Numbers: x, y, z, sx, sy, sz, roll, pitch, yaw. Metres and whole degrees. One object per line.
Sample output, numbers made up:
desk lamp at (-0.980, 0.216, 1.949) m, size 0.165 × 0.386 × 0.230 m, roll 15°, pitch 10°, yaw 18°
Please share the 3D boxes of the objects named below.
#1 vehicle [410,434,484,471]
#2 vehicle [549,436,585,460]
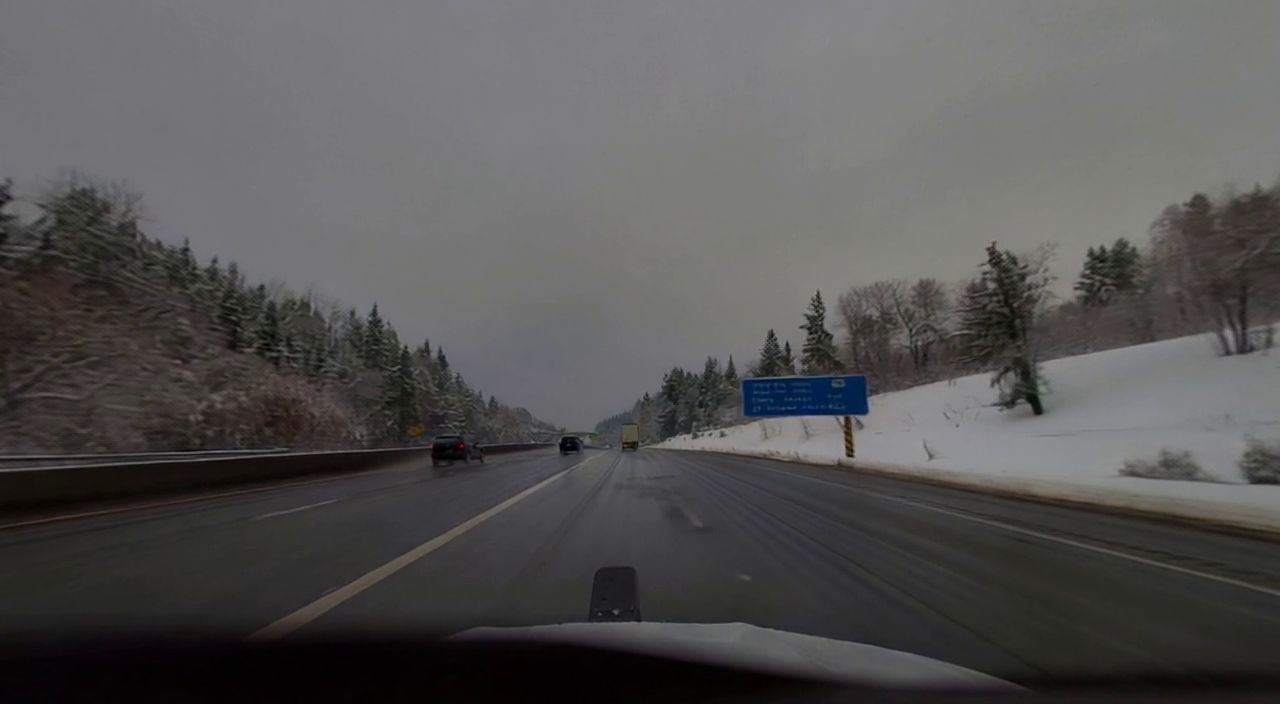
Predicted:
vehicle at (-8.475, 4.430, 28.075) m, size 1.973 × 1.470 × 4.270 m, roll 0°, pitch -8°, yaw 0°
vehicle at (-4.734, 6.301, 41.491) m, size 1.912 × 1.495 × 3.703 m, roll 0°, pitch -8°, yaw 0°
